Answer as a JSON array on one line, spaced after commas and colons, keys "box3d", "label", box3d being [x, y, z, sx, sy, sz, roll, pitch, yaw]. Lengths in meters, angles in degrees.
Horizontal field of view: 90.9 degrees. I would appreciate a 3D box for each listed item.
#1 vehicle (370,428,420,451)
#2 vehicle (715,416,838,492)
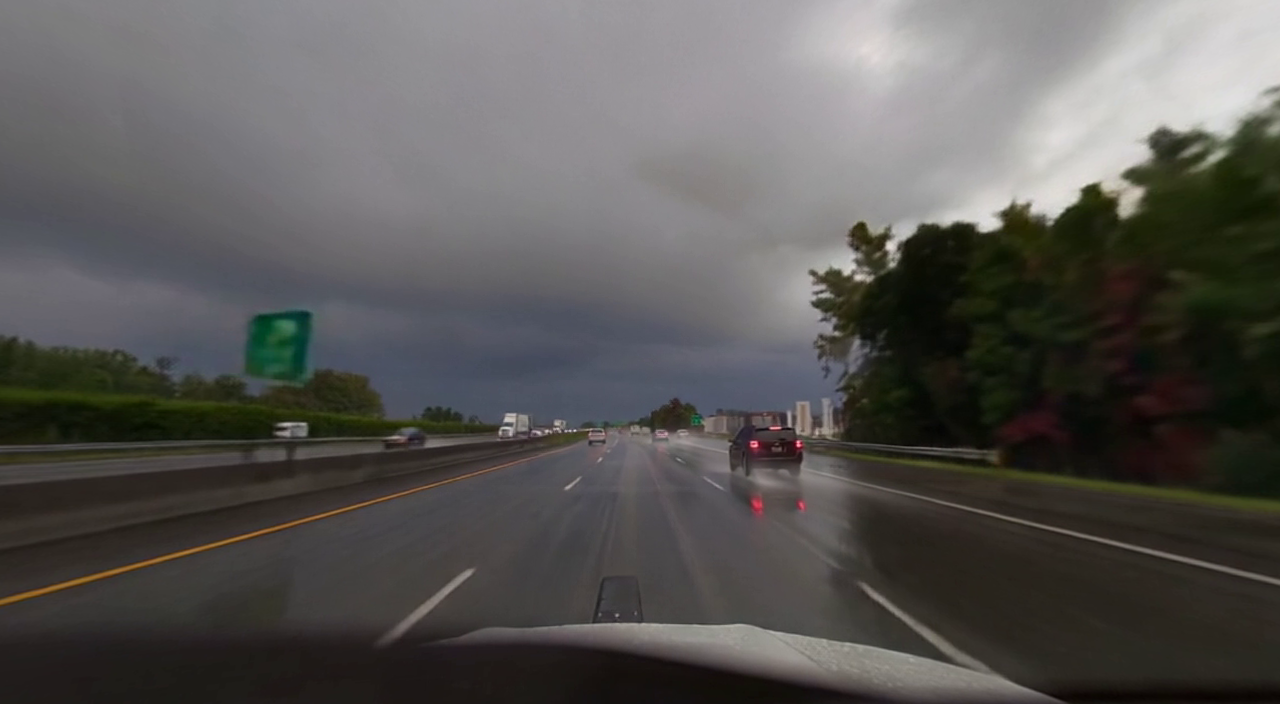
[{"box3d": [-16.406, 5.862, 42.385, 1.863, 1.450, 3.813, 0, -8, -1], "label": "vehicle"}, {"box3d": [3.218, 2.507, 15.811, 2.022, 1.637, 4.229, 0, -8, -2], "label": "vehicle"}]
